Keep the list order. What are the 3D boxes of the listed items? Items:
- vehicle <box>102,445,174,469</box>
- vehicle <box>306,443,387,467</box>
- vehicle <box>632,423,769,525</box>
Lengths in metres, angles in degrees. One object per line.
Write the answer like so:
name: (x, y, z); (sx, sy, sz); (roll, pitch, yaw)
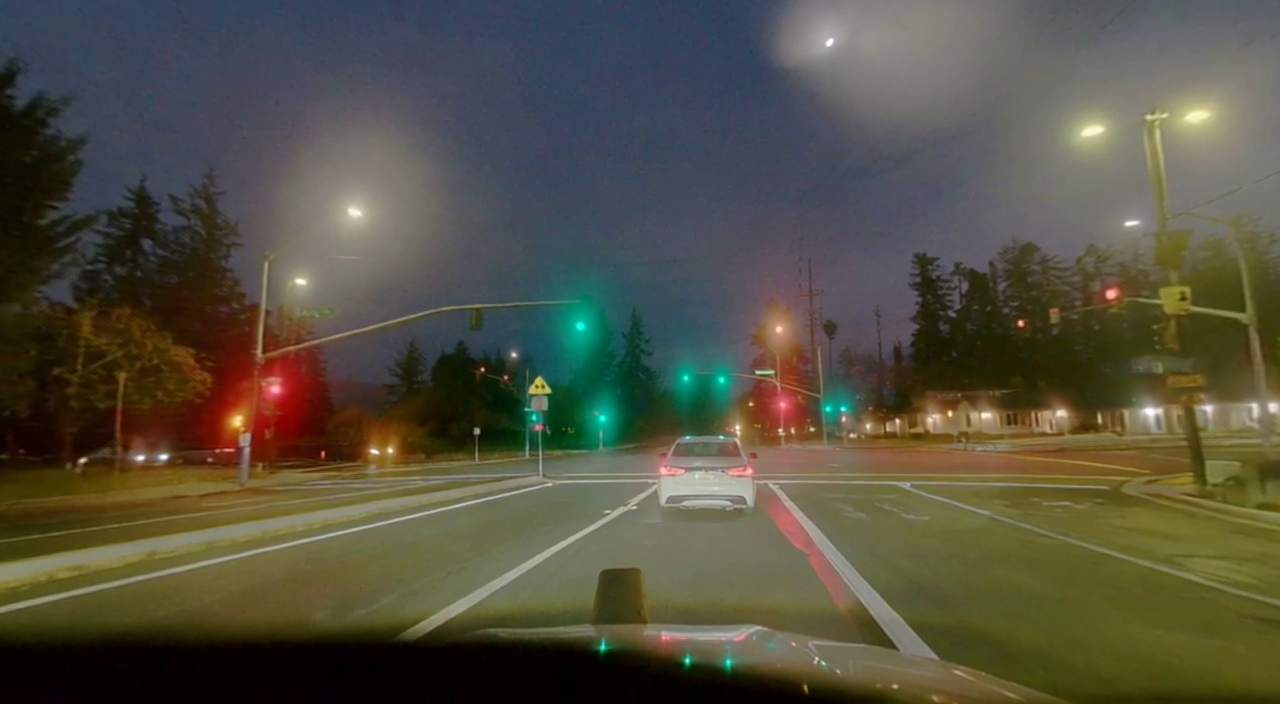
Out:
vehicle: (-37.414, 7.811, 46.779); (4.612, 1.673, 1.972); (-3, -9, 20)
vehicle: (-18.933, 6.614, 40.531); (4.735, 1.472, 1.932); (-3, -9, 21)
vehicle: (1.251, 2.261, 12.291); (2.139, 1.564, 4.901); (-1, -8, 8)
